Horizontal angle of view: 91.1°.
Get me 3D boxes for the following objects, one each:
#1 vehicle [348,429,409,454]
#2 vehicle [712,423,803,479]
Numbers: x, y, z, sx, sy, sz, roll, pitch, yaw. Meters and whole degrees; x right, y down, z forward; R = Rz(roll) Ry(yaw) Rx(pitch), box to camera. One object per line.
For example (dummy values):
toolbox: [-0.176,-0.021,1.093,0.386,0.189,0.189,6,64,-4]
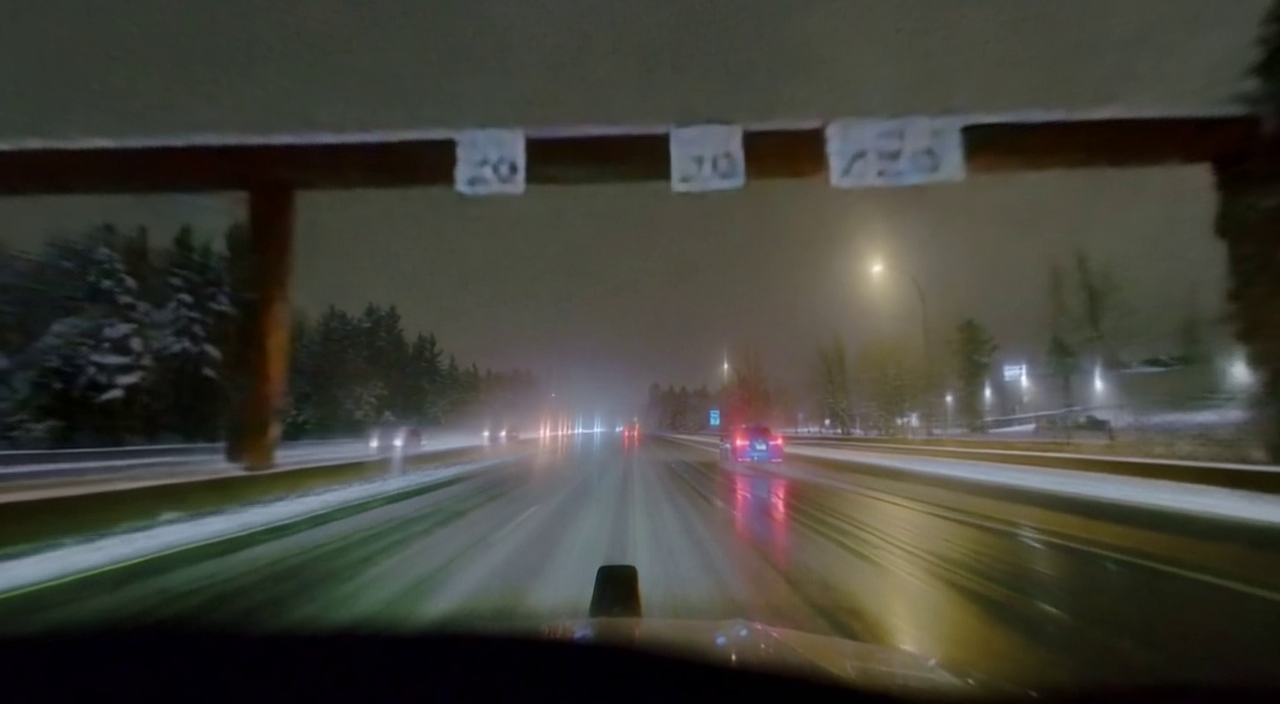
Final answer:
vehicle: [-16.578,5.679,40.067,1.897,1.522,4.765,0,-8,-1]
vehicle: [3.581,3.096,19.915,1.973,1.563,3.959,1,-8,-2]
